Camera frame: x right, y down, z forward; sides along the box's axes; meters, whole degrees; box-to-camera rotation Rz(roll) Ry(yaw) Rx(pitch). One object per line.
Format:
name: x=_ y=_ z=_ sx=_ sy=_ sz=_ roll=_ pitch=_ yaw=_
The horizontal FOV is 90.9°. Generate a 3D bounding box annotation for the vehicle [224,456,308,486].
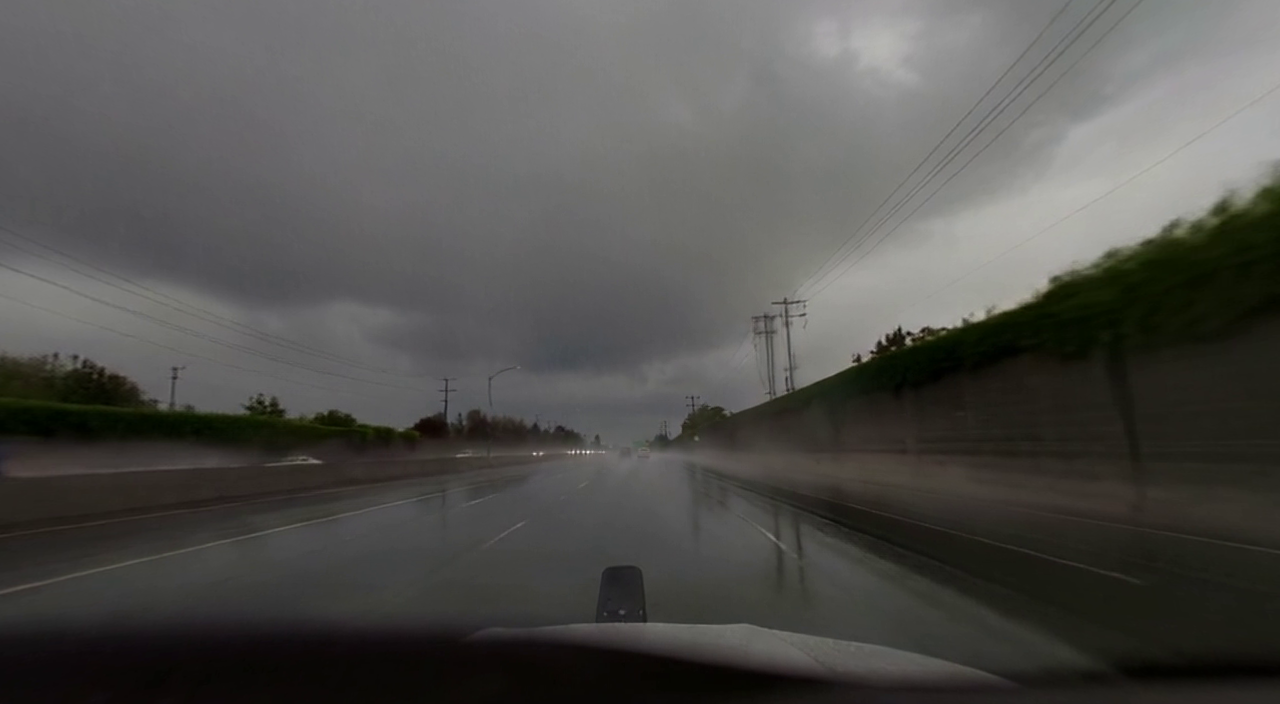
vehicle: x=-20.359 y=6.463 z=34.559 sx=1.831 sy=1.473 sz=4.526 roll=0 pitch=-9 yaw=-1
